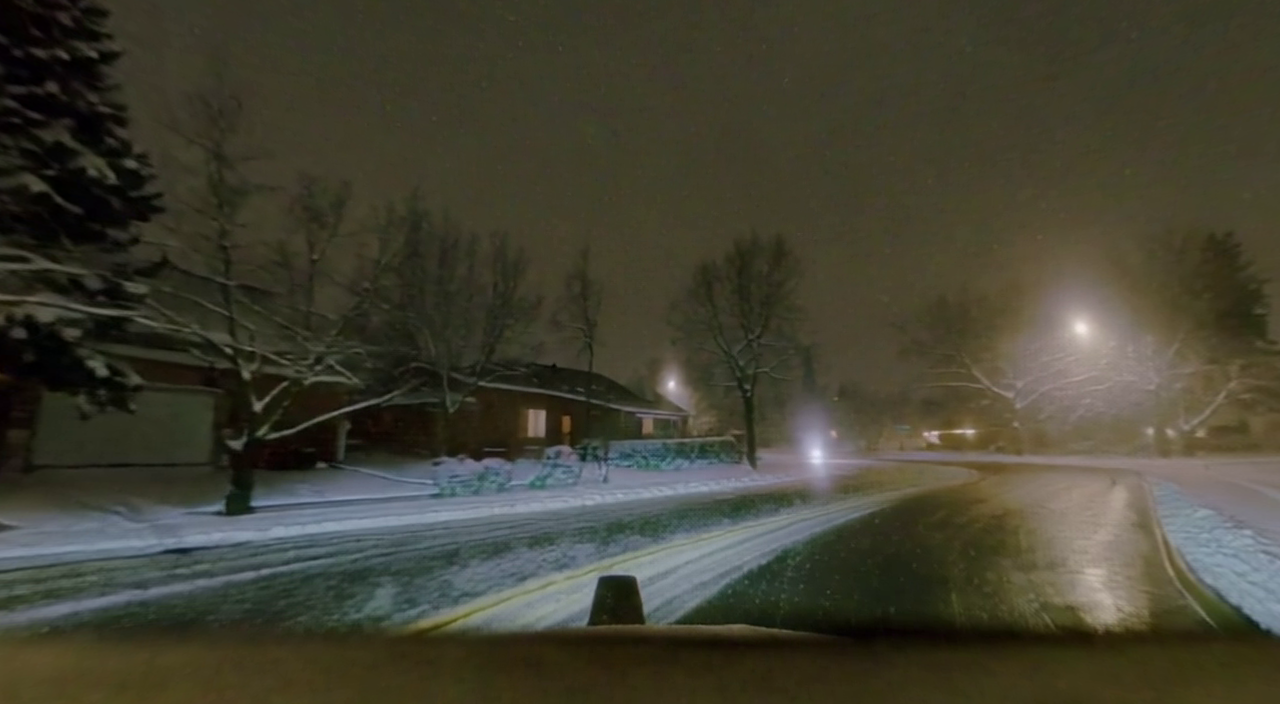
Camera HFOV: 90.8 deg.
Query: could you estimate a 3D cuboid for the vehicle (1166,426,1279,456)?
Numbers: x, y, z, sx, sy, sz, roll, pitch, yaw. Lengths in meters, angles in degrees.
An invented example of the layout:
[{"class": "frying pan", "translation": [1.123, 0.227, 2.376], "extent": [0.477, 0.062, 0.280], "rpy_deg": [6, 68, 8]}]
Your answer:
[{"class": "vehicle", "translation": [37.031, 5.672, 40.284], "extent": [4.799, 1.451, 2.144], "rpy_deg": [-6, -9, 6]}]
